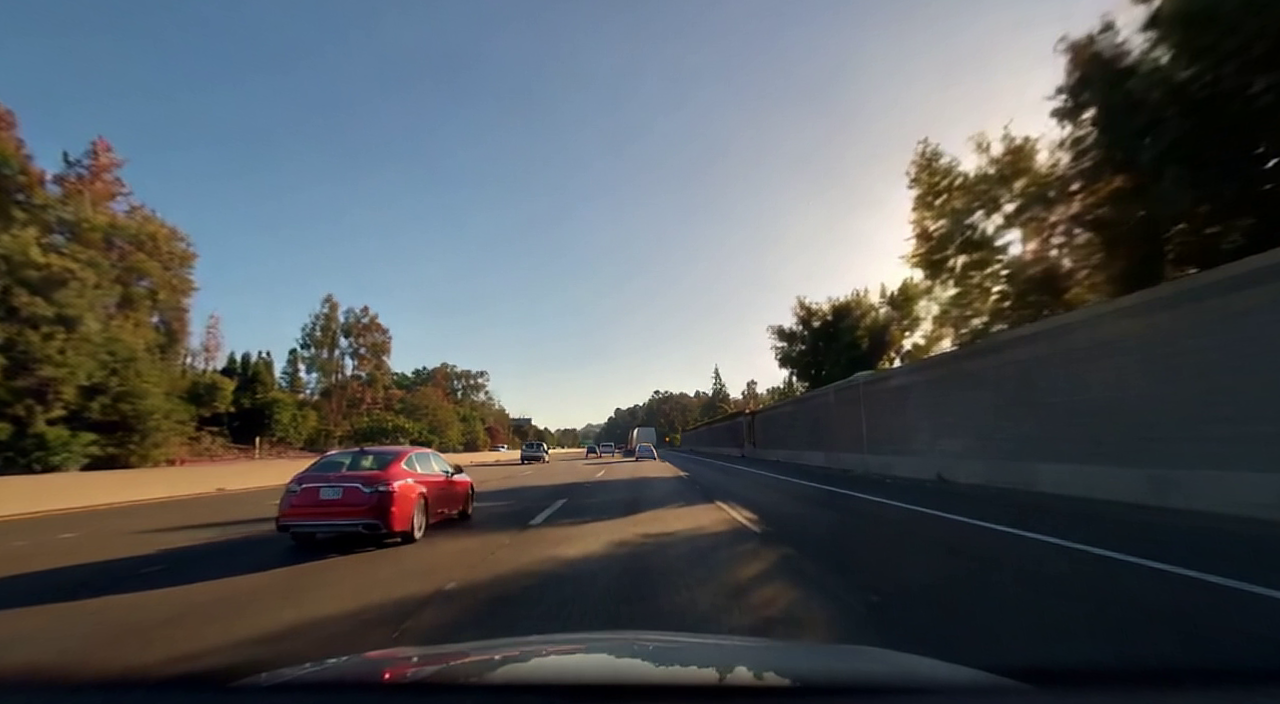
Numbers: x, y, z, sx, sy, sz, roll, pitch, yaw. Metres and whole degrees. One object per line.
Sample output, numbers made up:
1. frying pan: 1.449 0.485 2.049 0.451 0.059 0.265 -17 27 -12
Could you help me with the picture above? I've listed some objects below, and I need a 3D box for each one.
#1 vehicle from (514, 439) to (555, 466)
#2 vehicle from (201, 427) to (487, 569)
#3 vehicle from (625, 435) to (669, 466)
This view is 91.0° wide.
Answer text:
1. vehicle: -7.356 7.026 44.231 2.068 1.757 4.611 0 -8 0
2. vehicle: -3.736 1.908 9.041 2.000 1.512 4.371 0 -8 0
3. vehicle: 0.396 6.756 43.464 2.856 1.994 4.931 0 -8 -1
